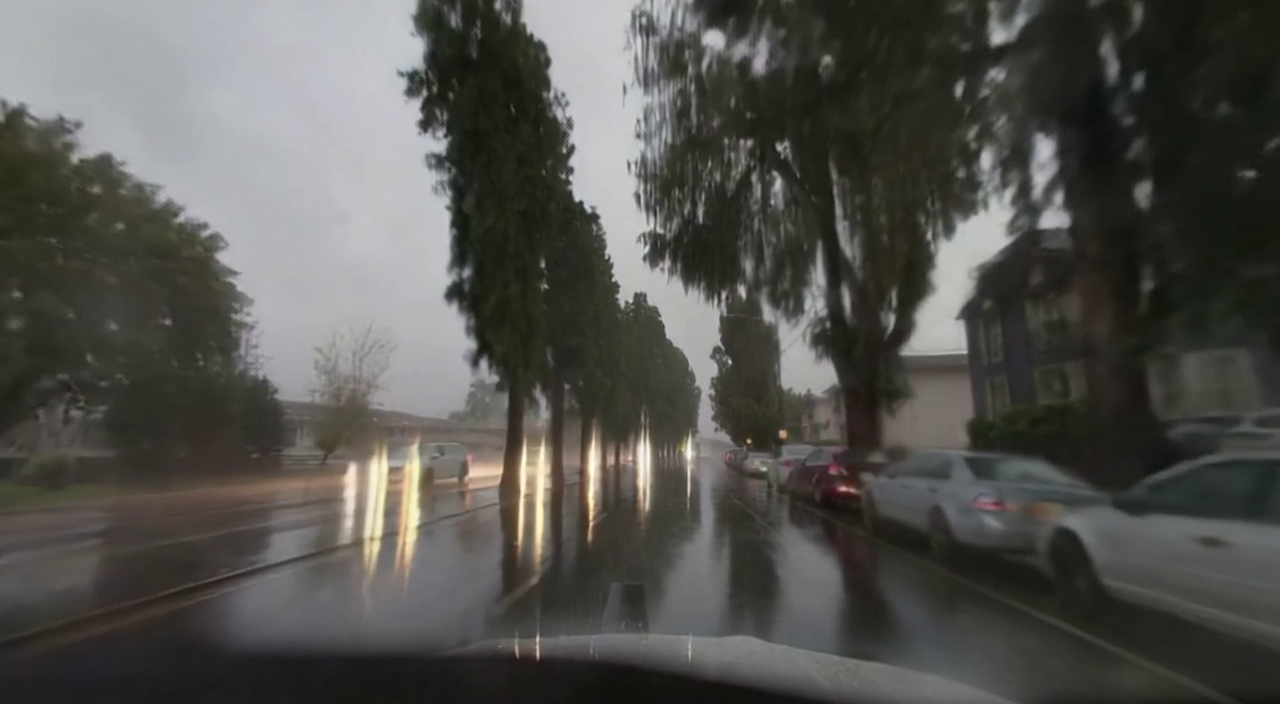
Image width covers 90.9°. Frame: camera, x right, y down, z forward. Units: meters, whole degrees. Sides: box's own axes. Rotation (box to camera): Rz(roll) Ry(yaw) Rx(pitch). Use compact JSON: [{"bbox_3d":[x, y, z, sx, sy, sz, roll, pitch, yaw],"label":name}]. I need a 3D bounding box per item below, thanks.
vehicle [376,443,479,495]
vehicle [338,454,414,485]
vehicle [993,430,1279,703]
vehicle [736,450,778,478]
[{"bbox_3d":[-7.740,4.270,23.592,2.331,1.696,4.861,0,-8,-2],"label":"vehicle"},{"bbox_3d":[-14.374,6.419,34.625,1.909,1.483,4.498,-1,-8,5],"label":"vehicle"},{"bbox_3d":[4.364,1.197,3.587,2.080,1.490,5.001,-1,-8,4],"label":"vehicle"},{"bbox_3d":[6.473,6.241,35.377,1.833,1.399,4.727,-1,-8,5],"label":"vehicle"}]
